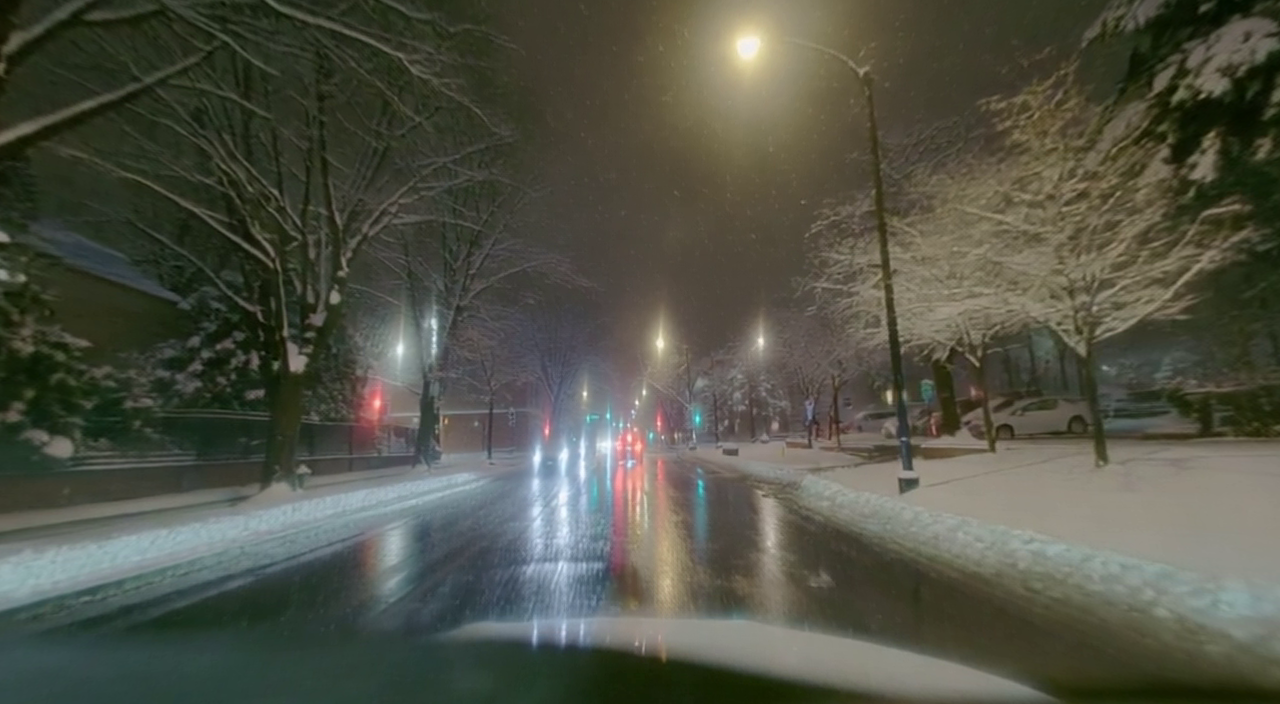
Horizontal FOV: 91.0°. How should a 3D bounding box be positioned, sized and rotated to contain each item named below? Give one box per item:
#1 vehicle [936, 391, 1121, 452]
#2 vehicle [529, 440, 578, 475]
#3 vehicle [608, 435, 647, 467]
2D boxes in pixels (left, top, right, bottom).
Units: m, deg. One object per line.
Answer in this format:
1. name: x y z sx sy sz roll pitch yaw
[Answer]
1. vehicle: 11.999 2.184 19.727 4.349 1.462 1.982 -5 -7 6
2. vehicle: -4.071 4.982 30.027 1.973 1.512 3.524 0 -8 -2
3. vehicle: -0.653 5.651 36.106 2.142 1.686 3.816 -1 -8 1
